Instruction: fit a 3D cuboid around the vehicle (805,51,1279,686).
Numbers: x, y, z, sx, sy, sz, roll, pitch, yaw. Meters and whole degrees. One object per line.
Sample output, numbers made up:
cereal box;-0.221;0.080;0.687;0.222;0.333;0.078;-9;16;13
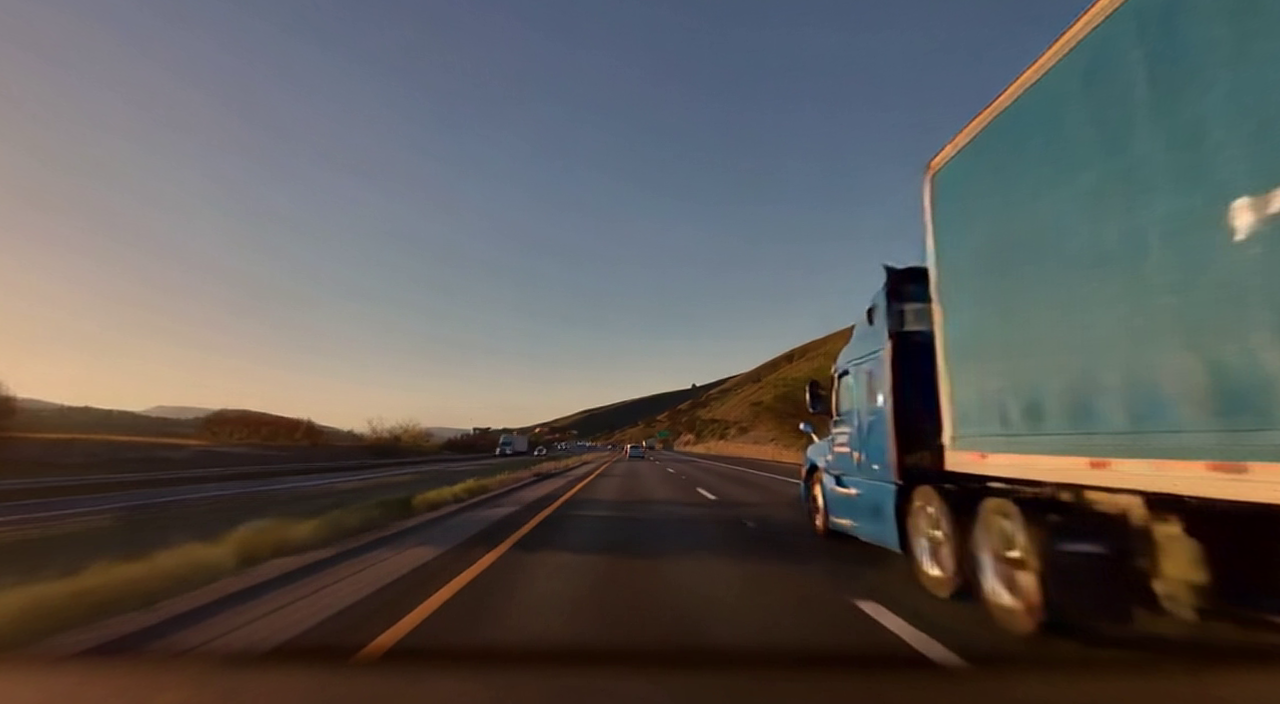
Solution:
vehicle;4.164;0.308;6.310;3.568;3.906;4.895;-1;-9;0
